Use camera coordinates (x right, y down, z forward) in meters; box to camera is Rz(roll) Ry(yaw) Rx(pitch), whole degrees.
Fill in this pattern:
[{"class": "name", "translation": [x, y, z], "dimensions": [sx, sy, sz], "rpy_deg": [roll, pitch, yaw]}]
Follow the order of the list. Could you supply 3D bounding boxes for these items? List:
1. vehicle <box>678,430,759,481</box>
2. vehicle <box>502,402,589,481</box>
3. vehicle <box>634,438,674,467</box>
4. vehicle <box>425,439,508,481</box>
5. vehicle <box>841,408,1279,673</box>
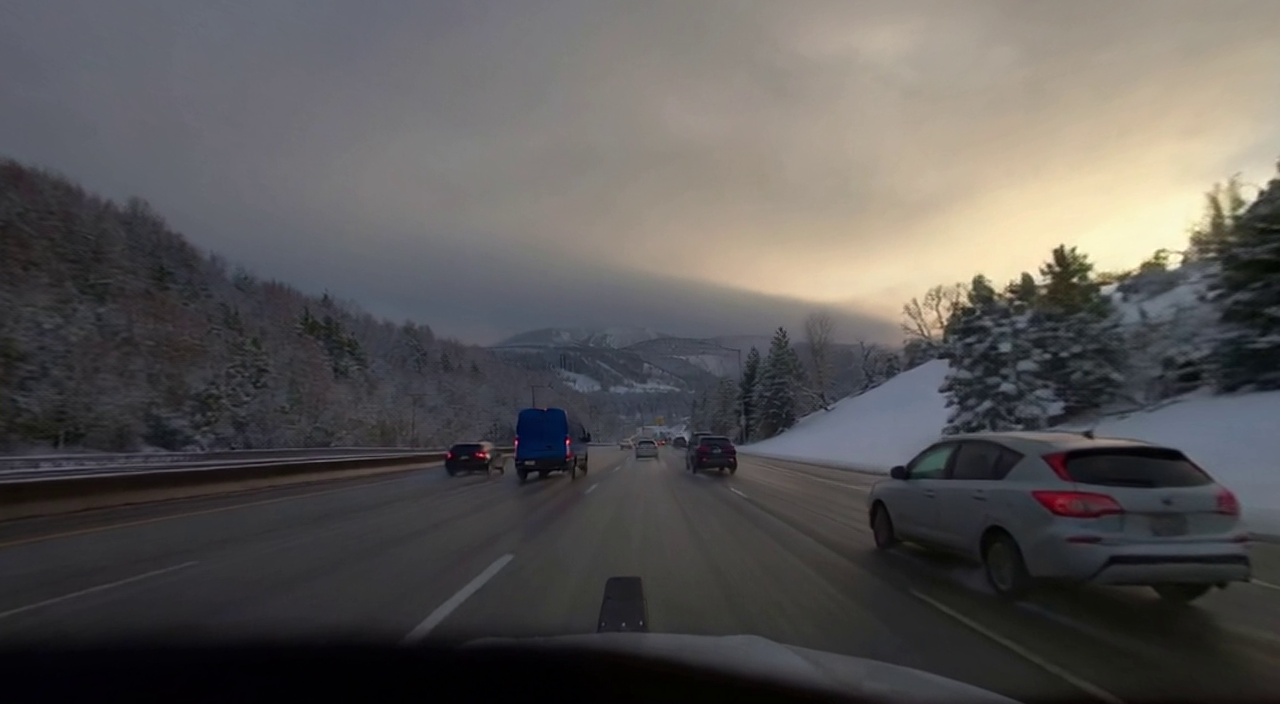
[{"class": "vehicle", "translation": [2.752, 3.756, 23.174], "dimensions": [2.270, 1.660, 4.101], "rpy_deg": [0, -8, -3]}, {"class": "vehicle", "translation": [-3.425, 3.446, 24.317], "dimensions": [2.396, 2.664, 5.735], "rpy_deg": [0, -8, 1]}, {"class": "vehicle", "translation": [0.716, 5.453, 34.421], "dimensions": [2.054, 1.504, 3.890], "rpy_deg": [0, -8, 0]}, {"class": "vehicle", "translation": [-6.716, 4.196, 24.891], "dimensions": [1.964, 1.487, 4.417], "rpy_deg": [0, -8, 1]}, {"class": "vehicle", "translation": [3.669, 1.387, 5.853], "dimensions": [2.050, 1.491, 4.362], "rpy_deg": [0, -8, -2]}]
